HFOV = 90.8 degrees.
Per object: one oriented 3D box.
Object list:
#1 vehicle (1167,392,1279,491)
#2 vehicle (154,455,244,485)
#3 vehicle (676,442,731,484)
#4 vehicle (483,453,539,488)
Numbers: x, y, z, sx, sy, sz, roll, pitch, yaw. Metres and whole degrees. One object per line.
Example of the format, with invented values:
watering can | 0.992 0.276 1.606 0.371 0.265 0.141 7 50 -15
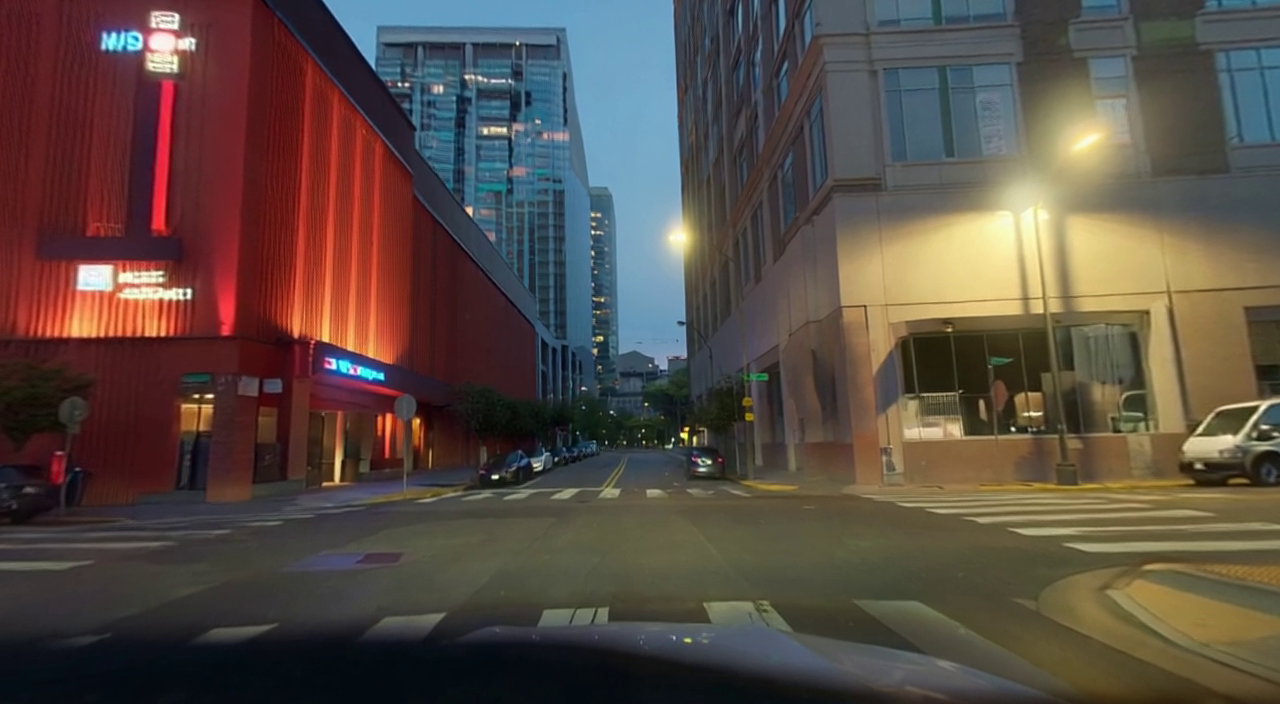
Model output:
vehicle | 18.762 2.522 17.902 5.384 2.586 2.358 0 -8 0
vehicle | -24.082 6.429 34.593 3.618 1.412 1.587 -1 -9 -7
vehicle | 2.726 4.885 28.051 1.917 1.680 4.500 0 -8 0
vehicle | -5.864 5.427 29.215 1.864 1.447 3.887 0 -8 -2
